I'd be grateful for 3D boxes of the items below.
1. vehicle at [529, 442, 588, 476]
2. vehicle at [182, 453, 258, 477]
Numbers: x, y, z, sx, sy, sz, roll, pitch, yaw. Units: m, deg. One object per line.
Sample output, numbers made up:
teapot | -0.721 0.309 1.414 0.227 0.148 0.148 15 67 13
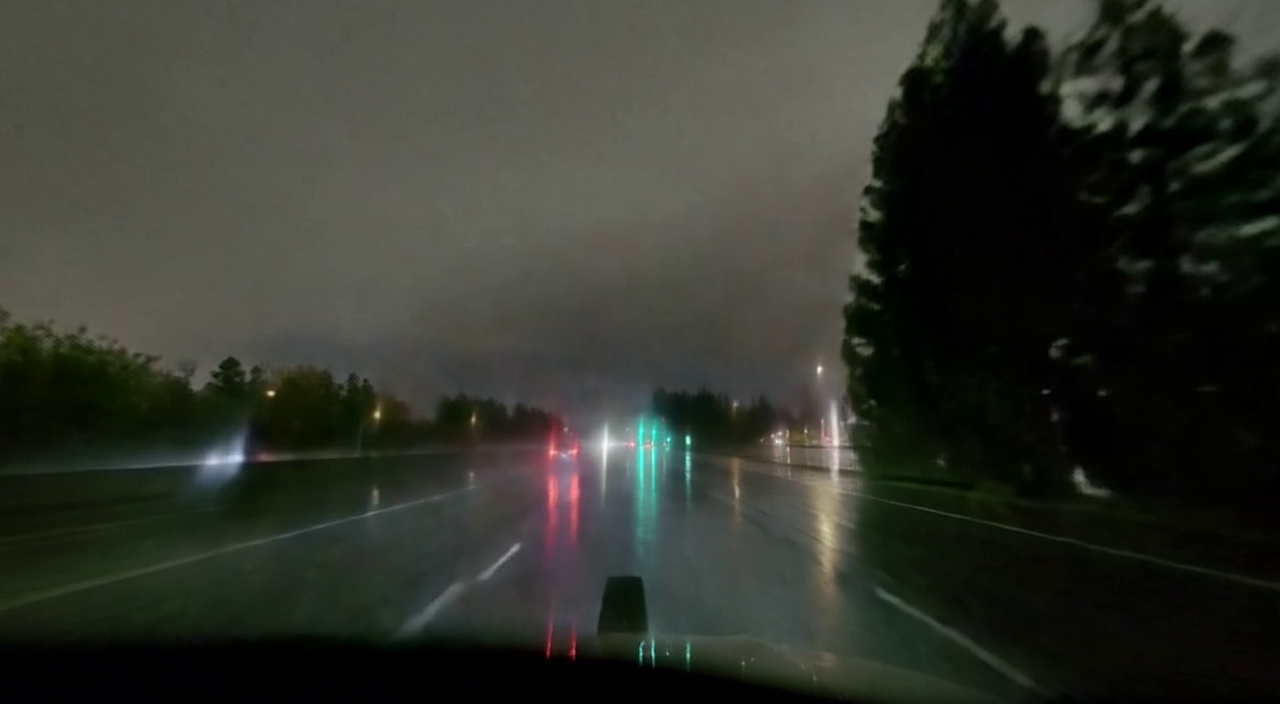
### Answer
vehicle | -3.674 4.934 29.309 2.128 1.450 4.078 0 -8 1
vehicle | -27.837 7.461 41.986 1.834 1.438 4.551 0 -8 1
